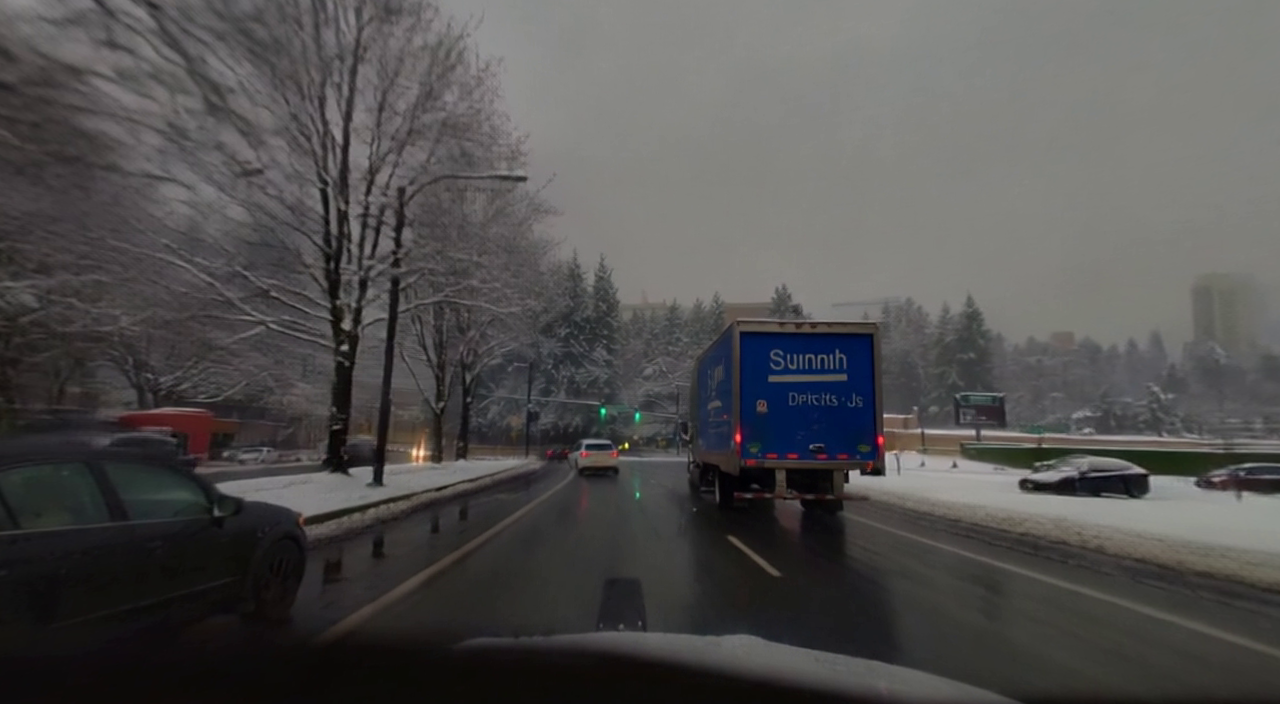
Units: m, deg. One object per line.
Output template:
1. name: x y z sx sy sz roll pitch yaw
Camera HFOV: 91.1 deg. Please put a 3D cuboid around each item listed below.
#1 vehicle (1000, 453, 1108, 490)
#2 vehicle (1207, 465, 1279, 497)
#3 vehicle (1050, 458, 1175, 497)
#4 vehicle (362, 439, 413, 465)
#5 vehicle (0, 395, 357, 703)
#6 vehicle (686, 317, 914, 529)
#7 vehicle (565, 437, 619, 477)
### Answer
1. vehicle: 19.647 5.606 29.761 4.581 1.612 2.083 4 -9 -25
2. vehicle: 35.042 7.308 35.845 4.494 1.612 2.043 4 -9 -22
3. vehicle: 20.515 5.406 27.270 4.684 1.477 2.079 3 -9 -21
4. vehicle: -17.797 7.053 44.477 2.004 1.728 4.714 1 -9 -5
5. vehicle: -3.568 1.098 3.621 1.828 1.515 4.422 0 -9 0
6. vehicle: 3.050 1.813 15.075 2.905 3.644 8.441 0 -9 -2
7. vehicle: -2.438 5.124 30.957 2.388 1.811 4.455 1 -9 -7
